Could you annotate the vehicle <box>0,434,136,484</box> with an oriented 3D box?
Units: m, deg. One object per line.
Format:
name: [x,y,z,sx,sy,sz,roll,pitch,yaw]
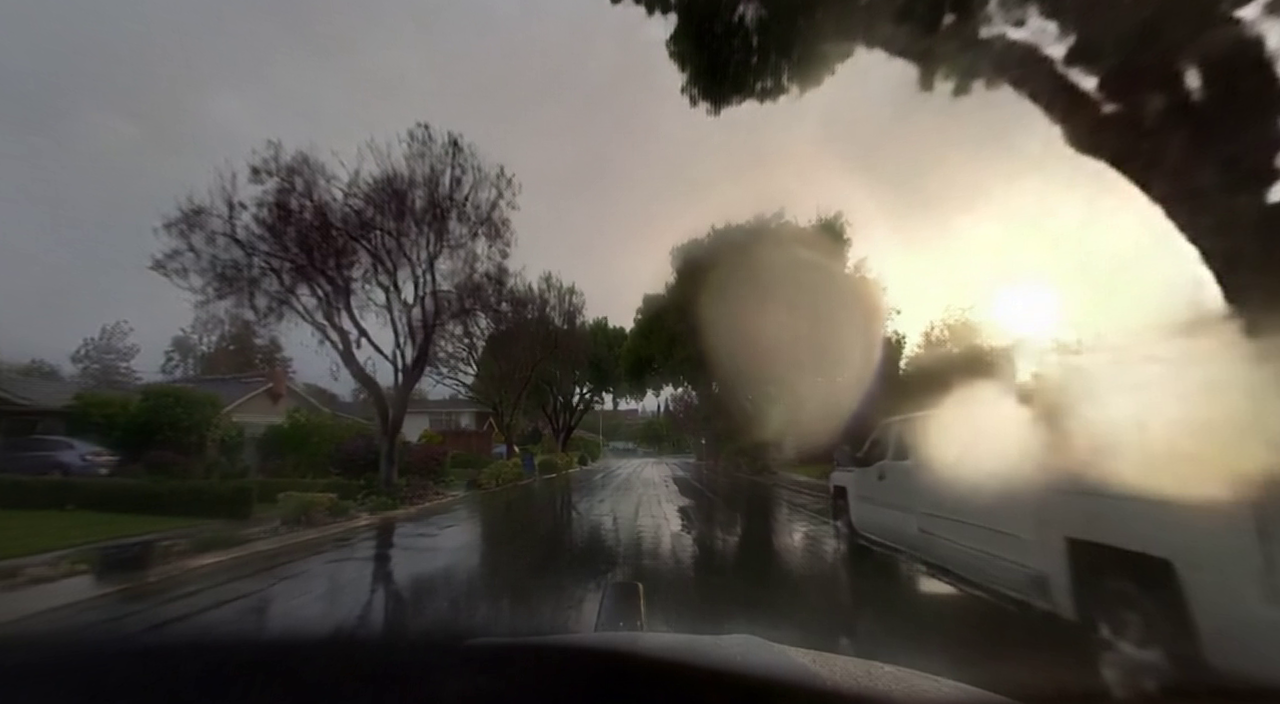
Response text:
vehicle: [-19.422,3.516,20.945,4.337,1.496,1.868,-2,-9,15]

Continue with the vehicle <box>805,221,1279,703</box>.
vehicle: [3.704,1.085,5.107,2.789,2.206,7.420,-1,-9,1]
